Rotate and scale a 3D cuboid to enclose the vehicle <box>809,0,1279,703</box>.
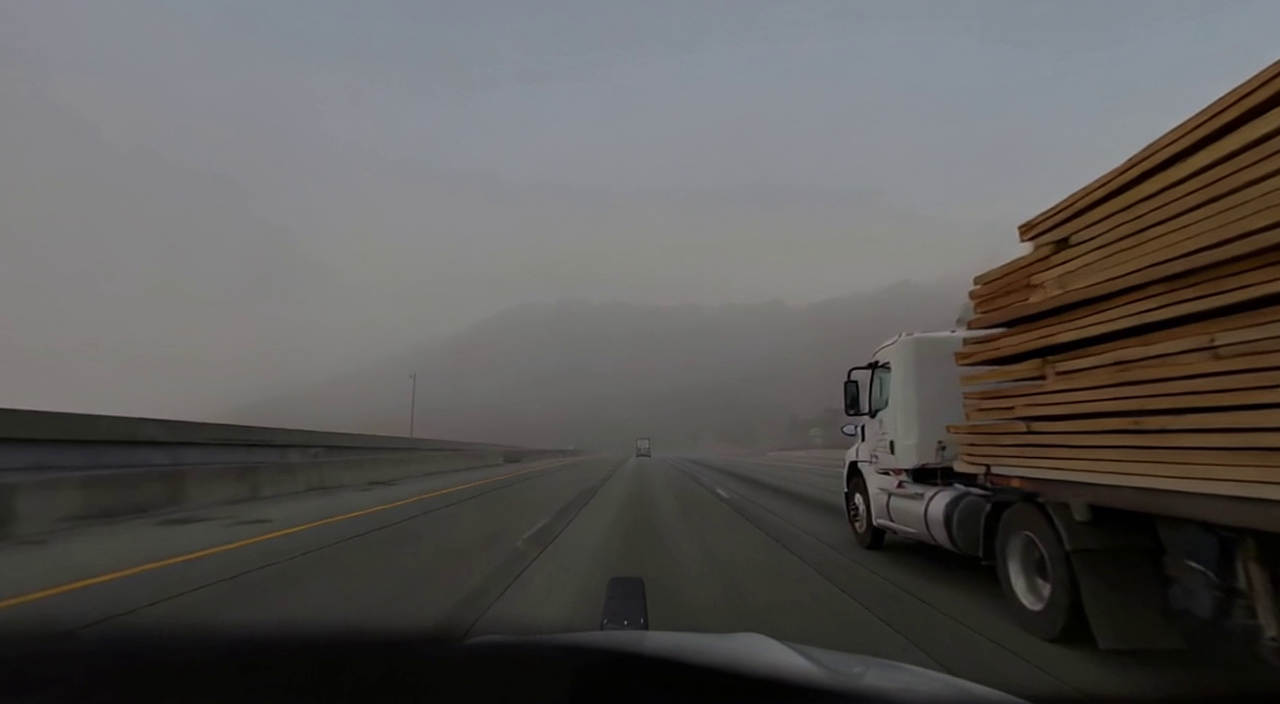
[{"bbox_3d":[3.935,0.326,2.995,3.326,3.089,10.642,-1,-8,0],"label":"vehicle"}]
